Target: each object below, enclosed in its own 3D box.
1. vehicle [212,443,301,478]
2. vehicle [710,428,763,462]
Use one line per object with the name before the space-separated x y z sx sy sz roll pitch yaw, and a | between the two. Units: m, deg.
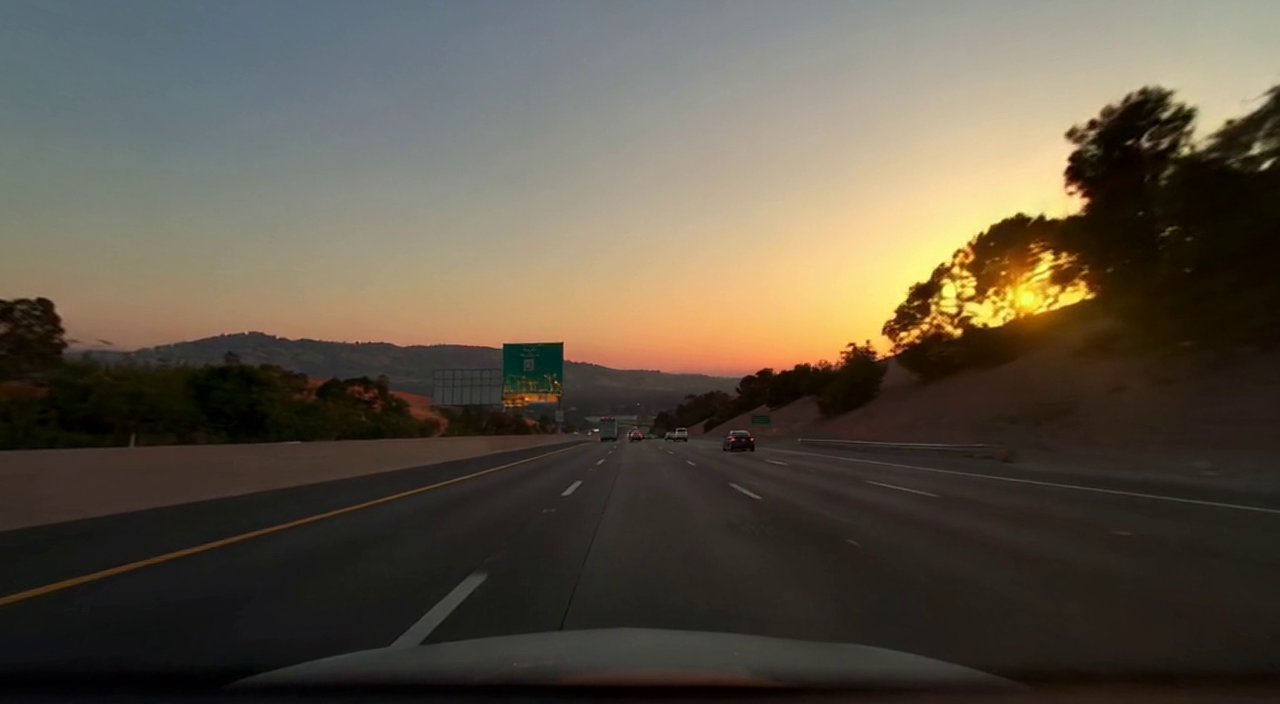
vehicle | -17.622 4.971 29.112 1.741 1.450 3.810 0 -8 -1
vehicle | 4.517 4.390 29.949 1.802 1.492 3.804 0 -8 -2
